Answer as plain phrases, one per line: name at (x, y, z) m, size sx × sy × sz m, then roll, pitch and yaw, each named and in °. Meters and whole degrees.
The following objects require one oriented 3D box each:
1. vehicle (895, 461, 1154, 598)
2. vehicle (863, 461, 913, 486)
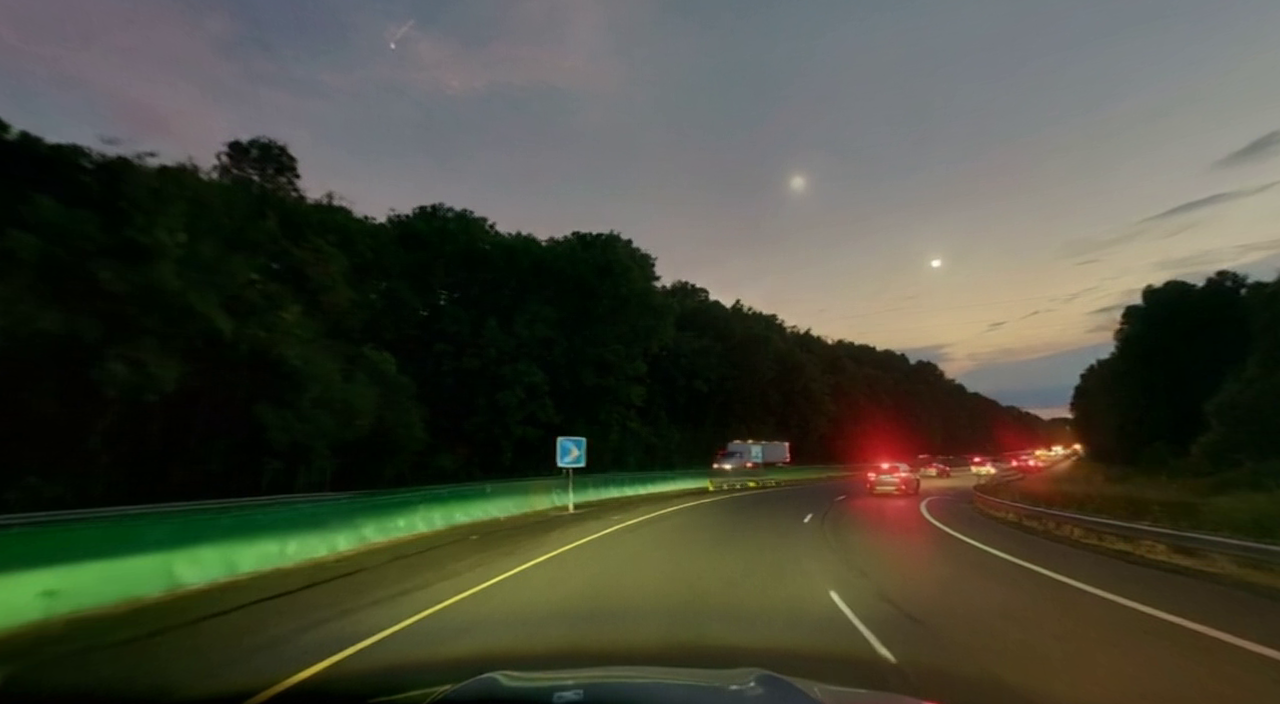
vehicle at (5.570, 2.565, 9.901) m, size 2.023 × 1.593 × 4.105 m, roll -1°, pitch -11°, yaw 10°
vehicle at (16.402, 8.009, 41.564) m, size 1.992 × 1.503 × 3.793 m, roll -7°, pitch -13°, yaw 37°
